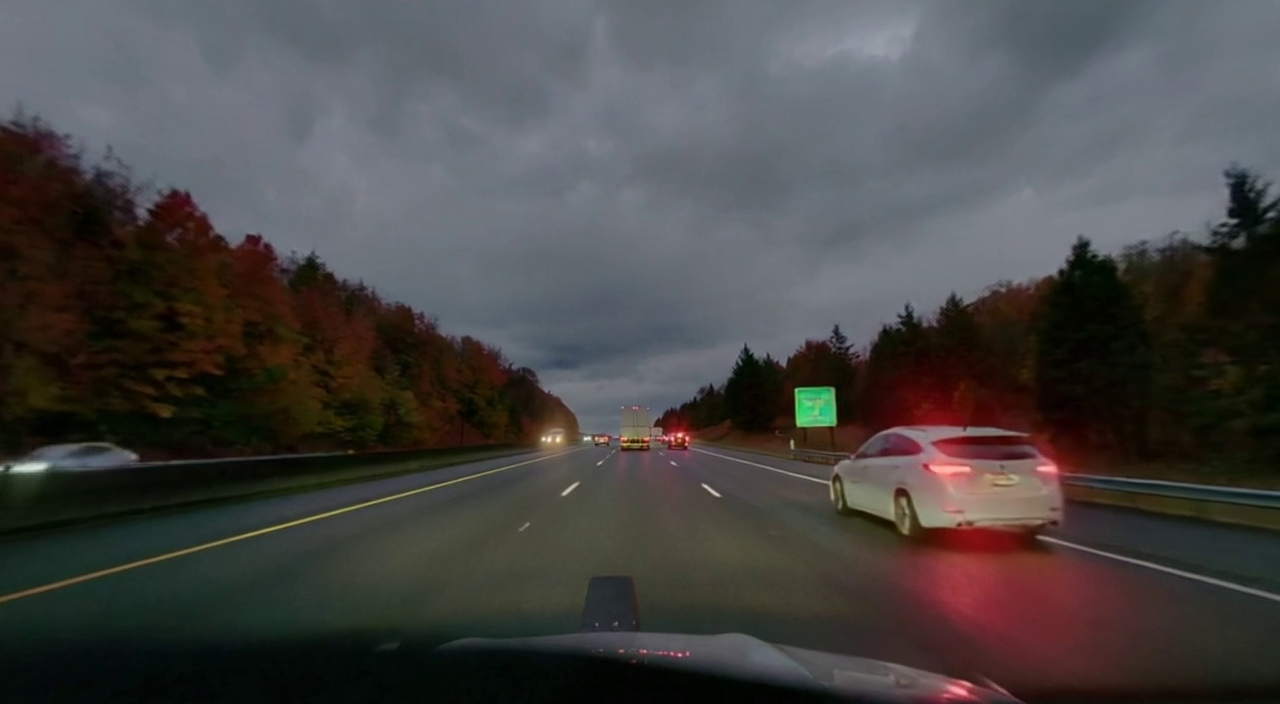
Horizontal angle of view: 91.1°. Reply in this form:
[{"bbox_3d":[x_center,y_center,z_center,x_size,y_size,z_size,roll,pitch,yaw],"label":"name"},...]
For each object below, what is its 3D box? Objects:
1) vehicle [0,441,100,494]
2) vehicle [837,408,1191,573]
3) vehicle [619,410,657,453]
[{"bbox_3d":[-20.612,3.705,20.360,1.998,1.584,4.752,0,-8,0],"label":"vehicle"},{"bbox_3d":[4.091,1.549,7.838,1.882,1.492,3.958,0,-8,-2],"label":"vehicle"},{"bbox_3d":[-0.276,5.976,47.214,2.631,2.957,6.512,0,-8,-2],"label":"vehicle"}]
